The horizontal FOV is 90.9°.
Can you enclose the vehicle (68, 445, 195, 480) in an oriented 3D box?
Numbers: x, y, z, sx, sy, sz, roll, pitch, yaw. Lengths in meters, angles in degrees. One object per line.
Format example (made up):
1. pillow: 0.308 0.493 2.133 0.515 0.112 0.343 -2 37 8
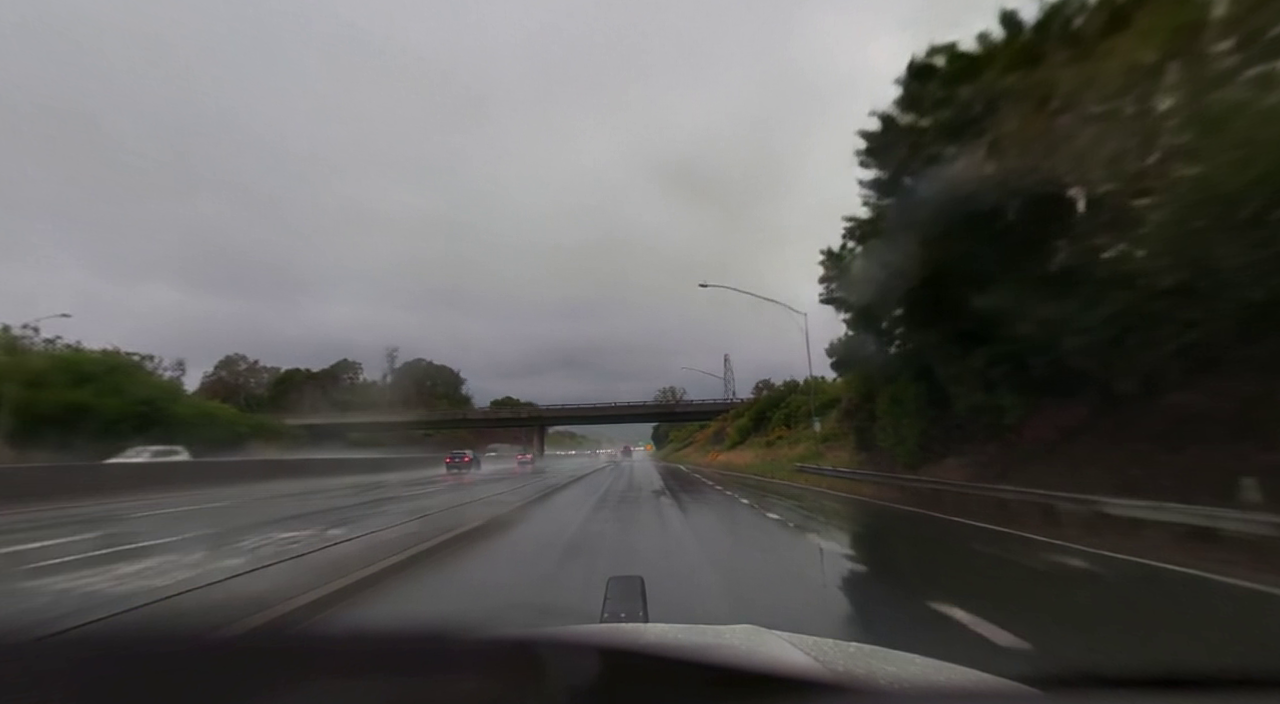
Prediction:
1. vehicle: -29.852 6.488 37.389 1.912 1.789 6.830 -2 -8 0
